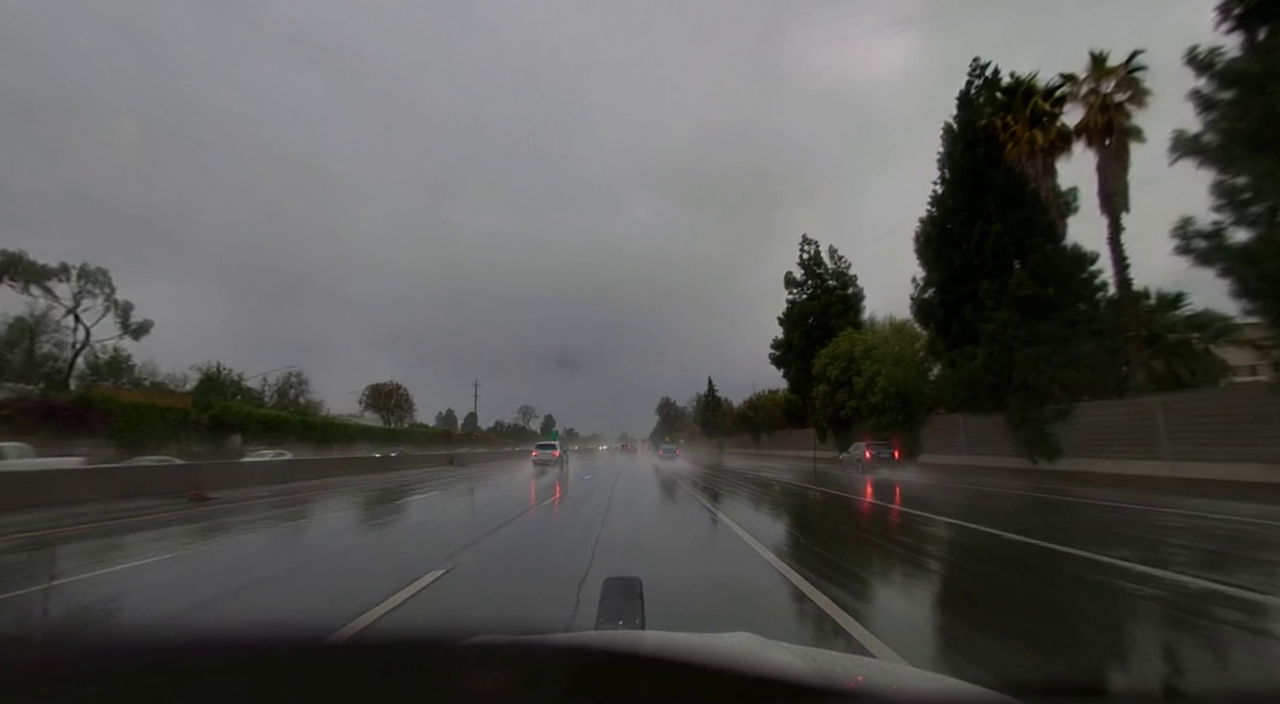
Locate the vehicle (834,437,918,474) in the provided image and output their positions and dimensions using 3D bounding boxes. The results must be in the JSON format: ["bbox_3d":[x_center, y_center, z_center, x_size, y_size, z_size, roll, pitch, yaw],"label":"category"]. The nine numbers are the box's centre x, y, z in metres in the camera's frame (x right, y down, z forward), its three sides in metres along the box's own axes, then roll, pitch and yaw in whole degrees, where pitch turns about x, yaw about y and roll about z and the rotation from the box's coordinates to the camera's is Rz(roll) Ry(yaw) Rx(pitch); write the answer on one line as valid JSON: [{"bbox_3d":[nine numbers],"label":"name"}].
[{"bbox_3d":[12.373,5.472,33.525,2.344,1.783,5.196,0,-9,-1],"label":"vehicle"}]

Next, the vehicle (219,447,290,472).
[{"bbox_3d":[-27.448,7.633,45.169,2.027,1.615,4.717,0,-9,1],"label":"vehicle"}]

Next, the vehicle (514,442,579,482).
[{"bbox_3d":[-3.793,4.543,26.433,2.052,1.510,4.301,0,-9,1],"label":"vehicle"}]

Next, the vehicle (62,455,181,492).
[{"bbox_3d":[-23.764,5.533,29.204,1.747,1.444,4.506,-1,-8,-1],"label":"vehicle"}]
